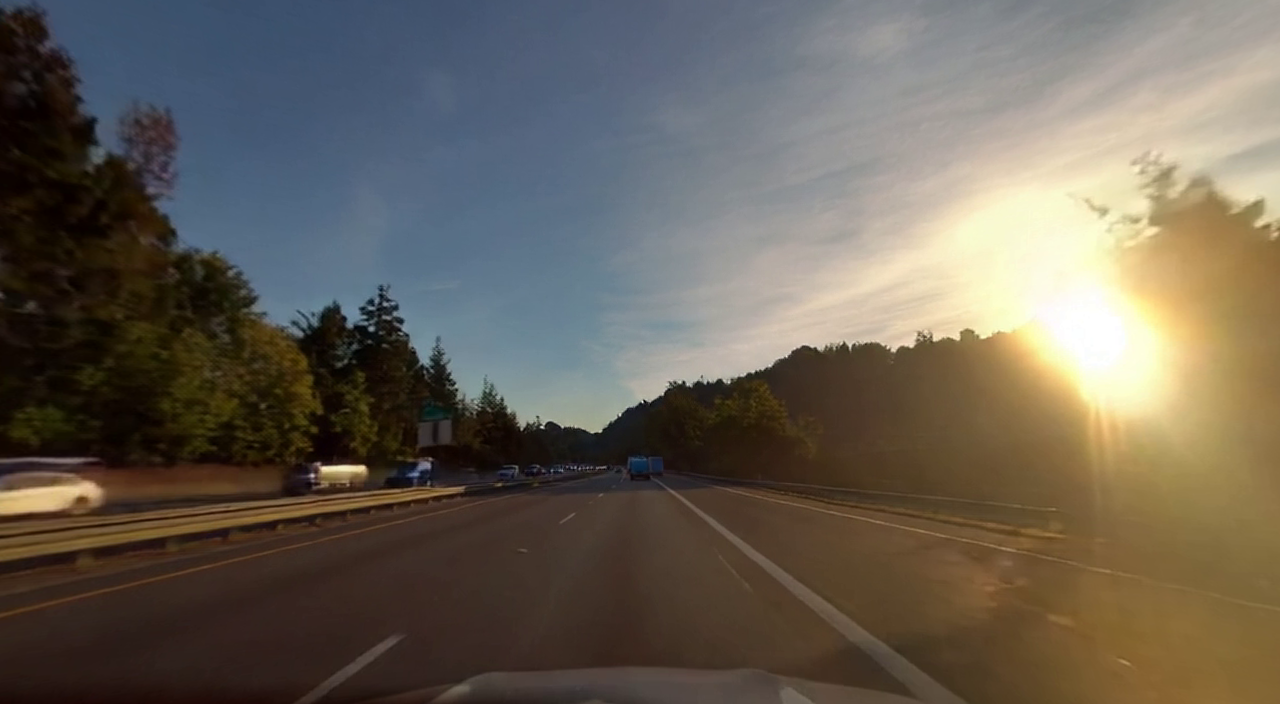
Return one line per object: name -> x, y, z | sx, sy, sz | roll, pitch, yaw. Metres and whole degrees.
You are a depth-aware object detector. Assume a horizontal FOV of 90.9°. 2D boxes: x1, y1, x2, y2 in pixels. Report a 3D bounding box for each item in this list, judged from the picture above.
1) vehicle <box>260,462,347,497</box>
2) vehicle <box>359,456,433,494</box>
vehicle -> -17.241, 6.557, 32.561 | 2.006, 1.607, 4.436 | 1, -11, 0
vehicle -> -13.319, 6.771, 34.815 | 2.203, 1.927, 4.857 | 1, -11, -1
